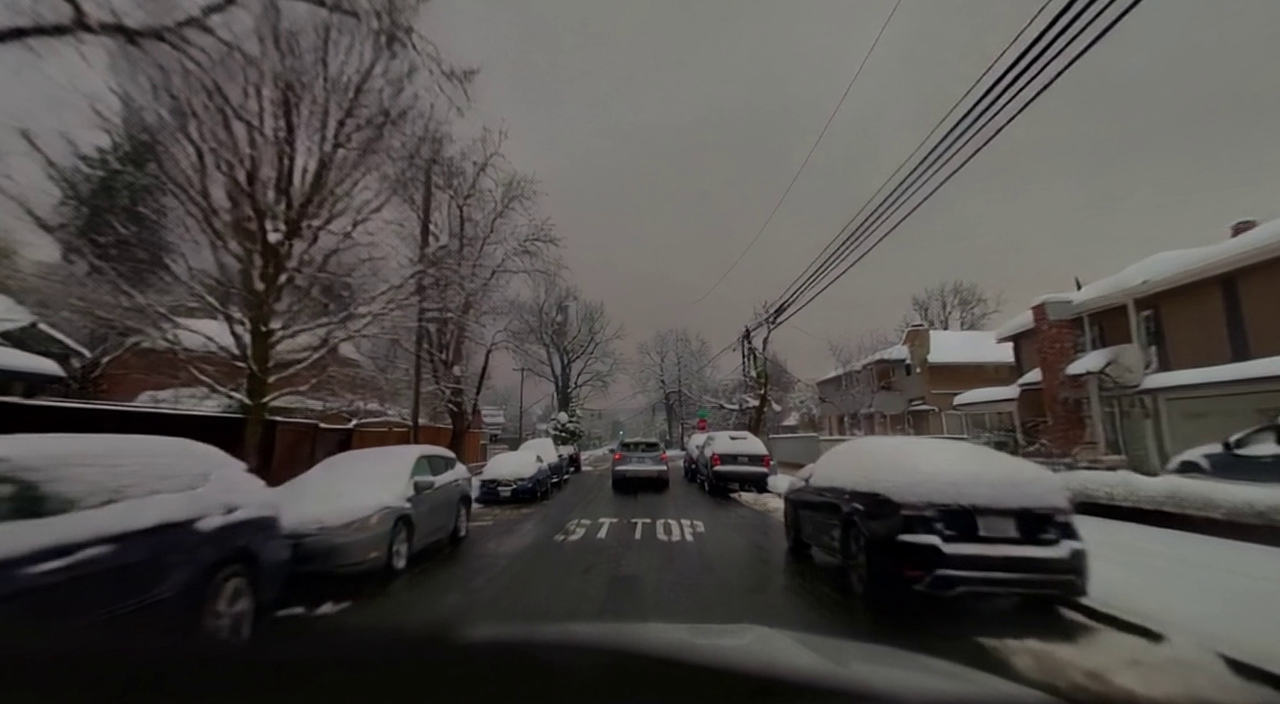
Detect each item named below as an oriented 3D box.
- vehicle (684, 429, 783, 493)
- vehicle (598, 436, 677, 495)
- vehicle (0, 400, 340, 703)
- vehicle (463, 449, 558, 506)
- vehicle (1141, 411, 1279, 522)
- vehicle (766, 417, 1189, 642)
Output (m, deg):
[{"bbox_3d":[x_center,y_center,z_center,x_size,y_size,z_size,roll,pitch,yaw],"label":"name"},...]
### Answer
[{"bbox_3d":[2.590,3.176,18.649,2.136,1.650,4.837,0,-8,-1],"label":"vehicle"},{"bbox_3d":[-0.092,3.227,18.275,2.010,1.499,4.107,0,-8,-1],"label":"vehicle"},{"bbox_3d":[-3.152,0.968,2.370,1.877,1.521,4.348,0,-8,0],"label":"vehicle"},{"bbox_3d":[-3.299,3.250,16.715,1.728,1.305,3.805,0,-8,0],"label":"vehicle"},{"bbox_3d":[9.811,1.562,8.559,1.929,1.517,4.494,1,-9,-7],"label":"vehicle"},{"bbox_3d":[2.827,1.562,6.613,1.967,1.563,4.237,0,-8,-2],"label":"vehicle"}]
